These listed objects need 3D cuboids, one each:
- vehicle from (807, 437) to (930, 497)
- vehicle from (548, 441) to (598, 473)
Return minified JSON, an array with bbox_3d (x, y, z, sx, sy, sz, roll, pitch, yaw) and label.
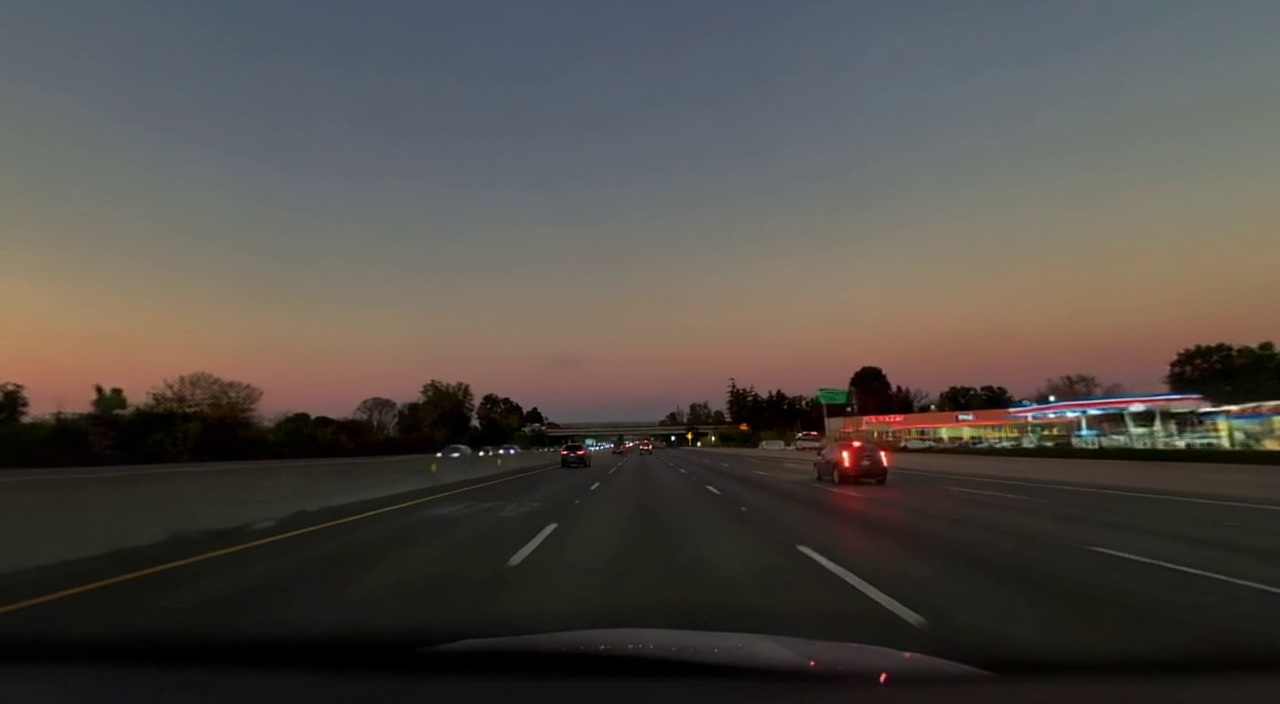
[{"bbox_3d":[6.446,3.284,18.469,1.909,1.467,4.940,-1,-9,2],"label":"vehicle"},{"bbox_3d":[-3.406,5.442,32.798,2.114,1.510,4.186,-1,-9,1],"label":"vehicle"}]
